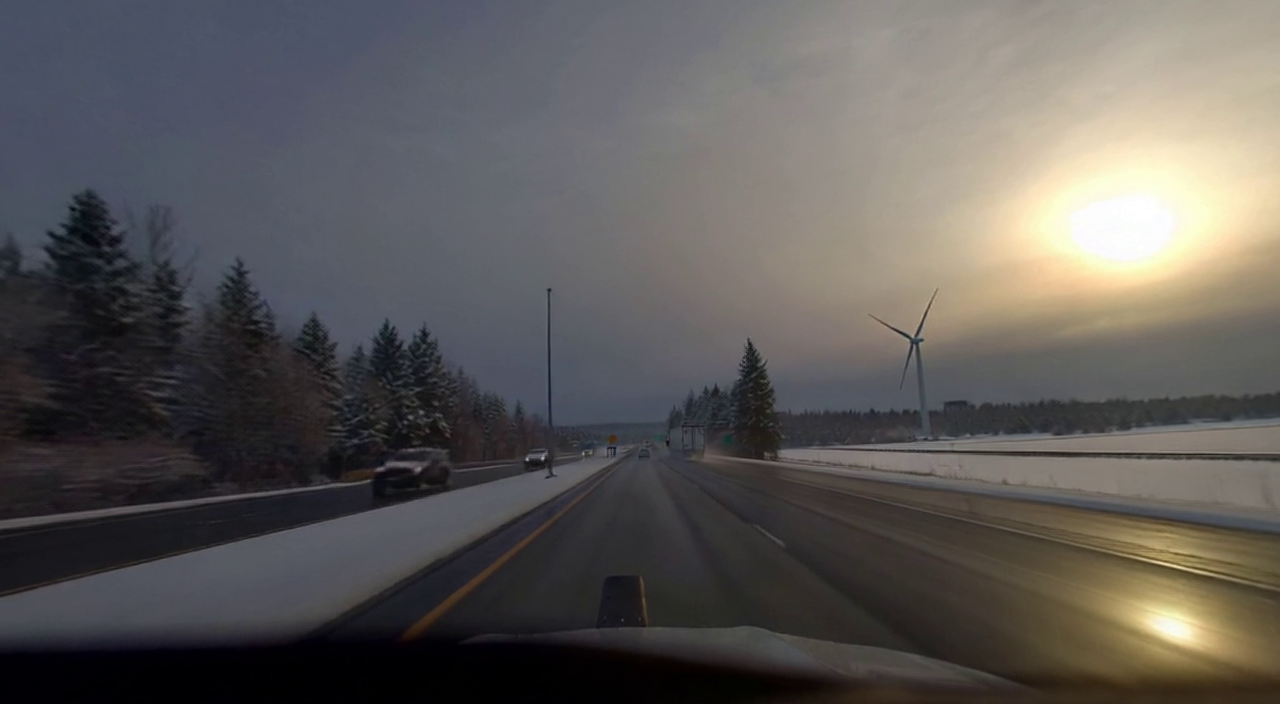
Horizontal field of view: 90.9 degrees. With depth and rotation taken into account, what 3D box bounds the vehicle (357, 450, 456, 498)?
[{"bbox_3d":[-8.596,4.493,23.656,2.074,1.607,4.254,0,-9,0],"label":"vehicle"}]
